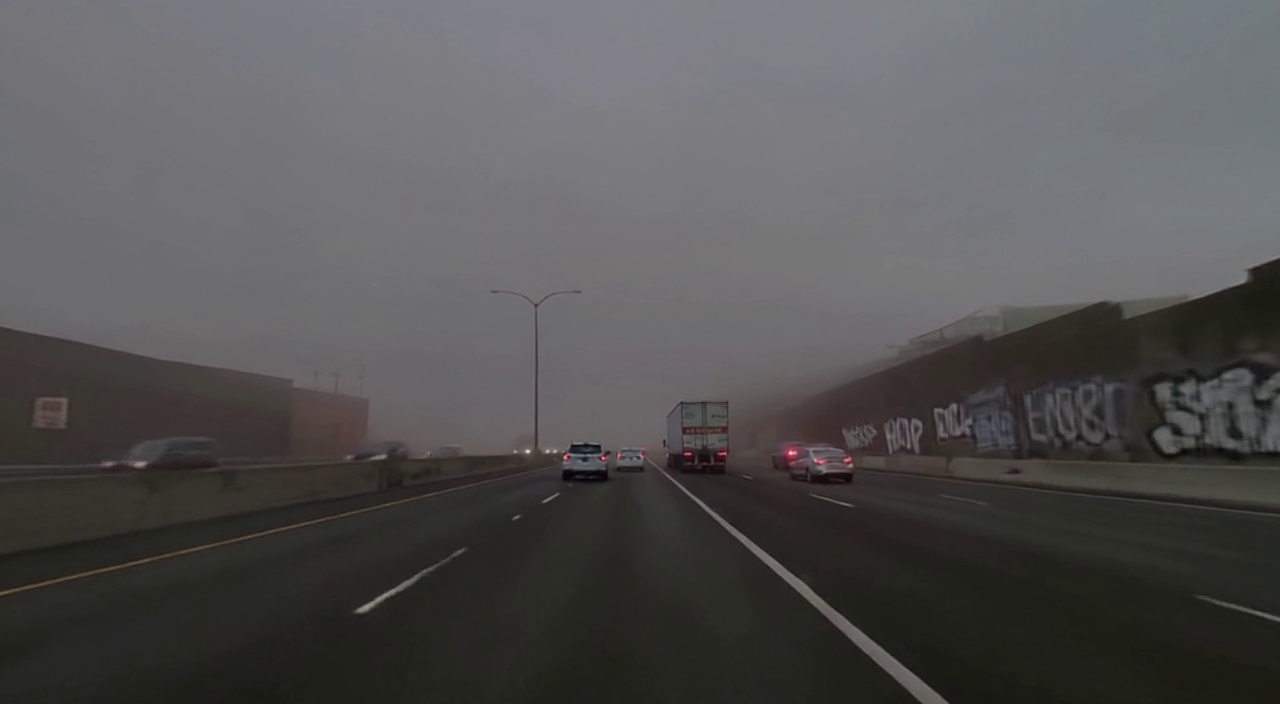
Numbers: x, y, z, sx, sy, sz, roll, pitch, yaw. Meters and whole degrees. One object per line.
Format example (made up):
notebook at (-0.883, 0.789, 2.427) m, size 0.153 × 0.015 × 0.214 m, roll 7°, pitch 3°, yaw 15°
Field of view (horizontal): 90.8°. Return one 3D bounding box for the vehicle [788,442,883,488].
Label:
vehicle at (7.050, 4.116, 23.350) m, size 1.915 × 1.476 × 4.677 m, roll 0°, pitch -9°, yaw -1°

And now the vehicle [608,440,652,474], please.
vehicle at (-0.533, 5.630, 33.971) m, size 2.191 × 1.685 × 4.015 m, roll 0°, pitch -9°, yaw -1°

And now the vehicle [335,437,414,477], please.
vehicle at (-10.771, 4.283, 25.899) m, size 1.674 × 1.481 × 3.535 m, roll 0°, pitch -9°, yaw 0°

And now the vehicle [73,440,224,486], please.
vehicle at (-19.536, 4.420, 25.480) m, size 2.164 × 1.657 × 4.809 m, roll 0°, pitch -9°, yaw 0°

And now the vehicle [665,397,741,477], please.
vehicle at (3.250, 4.900, 35.833) m, size 2.976 × 3.806 × 10.591 m, roll 0°, pitch -9°, yaw -1°

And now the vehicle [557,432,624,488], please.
vehicle at (-1.833, 4.044, 23.969) m, size 2.249 × 1.843 × 5.176 m, roll 0°, pitch -9°, yaw -4°
